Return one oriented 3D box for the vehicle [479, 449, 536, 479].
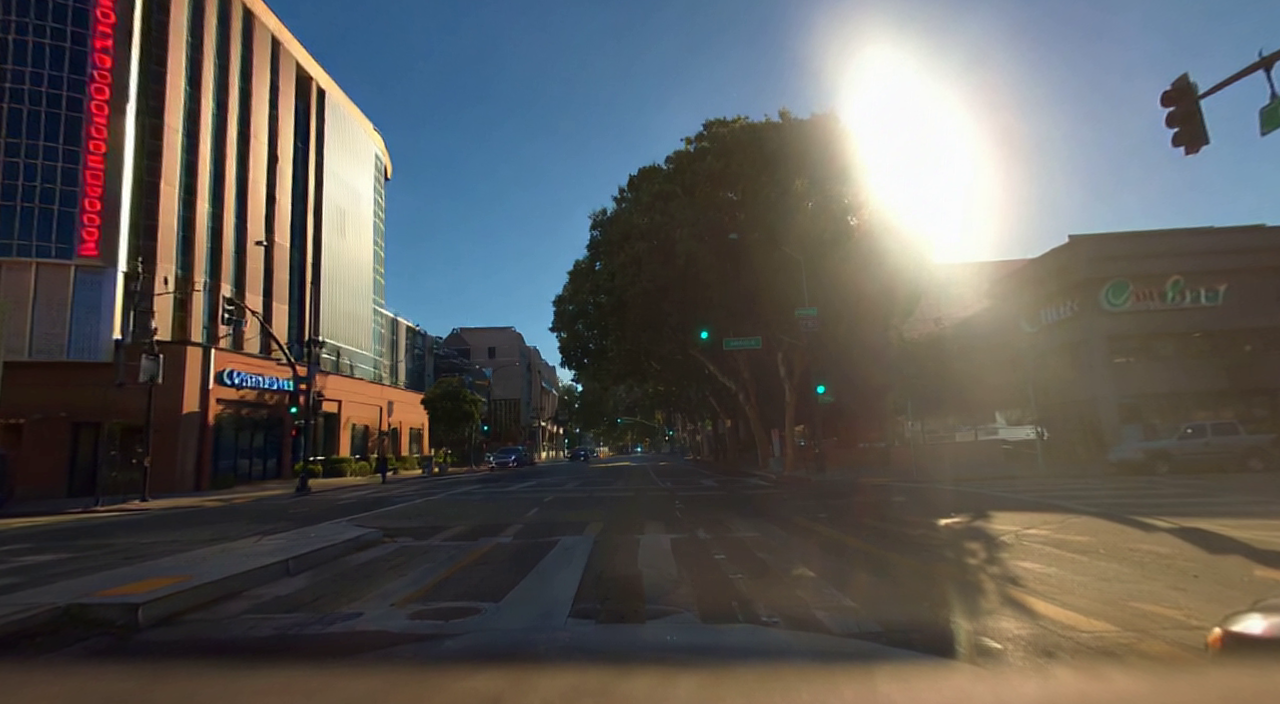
[{"bbox_3d":[-6.932,5.887,33.501,1.893,1.451,4.276,-1,-9,3],"label":"vehicle"}]
